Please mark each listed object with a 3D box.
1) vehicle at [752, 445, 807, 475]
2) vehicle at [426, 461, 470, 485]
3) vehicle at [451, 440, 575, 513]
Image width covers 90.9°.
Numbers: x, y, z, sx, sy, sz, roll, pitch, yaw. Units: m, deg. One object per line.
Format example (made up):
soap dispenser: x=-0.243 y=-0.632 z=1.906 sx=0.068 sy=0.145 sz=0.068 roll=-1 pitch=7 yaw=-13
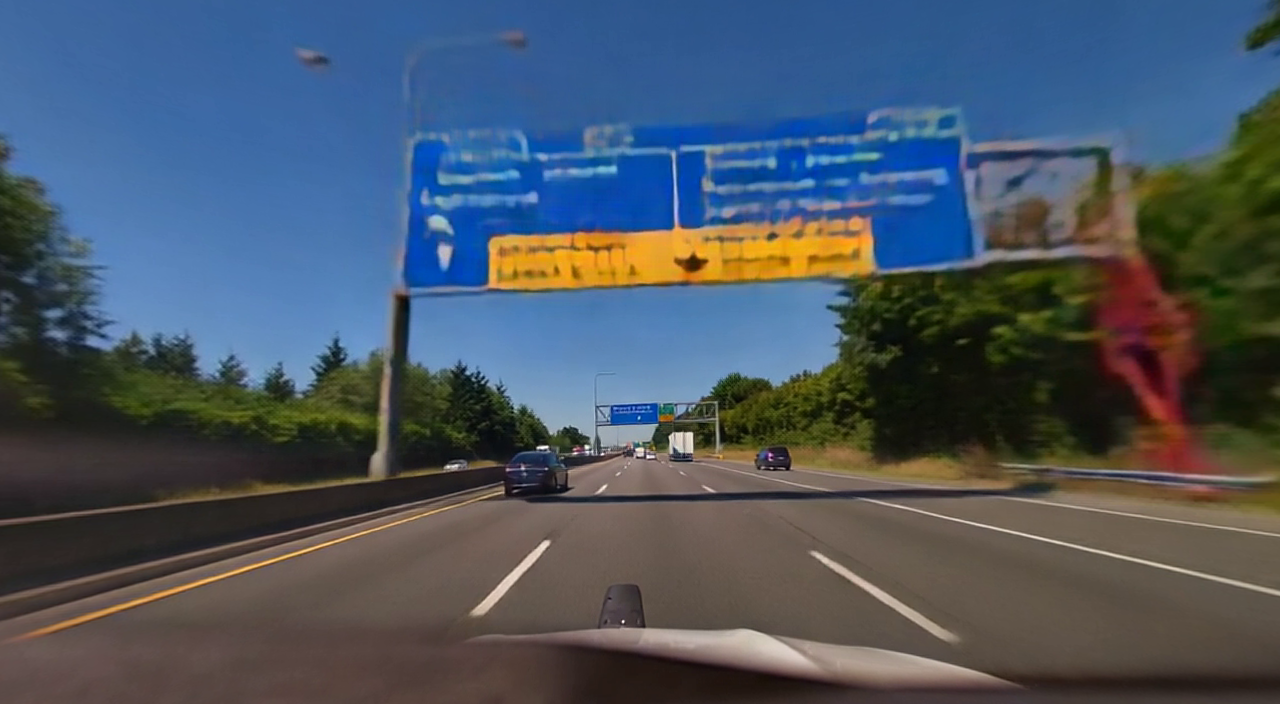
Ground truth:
vehicle: x=7.583 y=5.921 z=34.706 sx=1.943 sy=1.493 sz=4.507 roll=0 pitch=-9 yaw=-1
vehicle: x=-11.780 y=7.443 z=38.885 sx=1.628 sy=1.353 sz=3.499 roll=0 pitch=-9 yaw=0
vehicle: x=-2.994 y=3.043 z=15.938 sx=2.191 sy=1.563 sz=4.318 roll=0 pitch=-9 yaw=1
